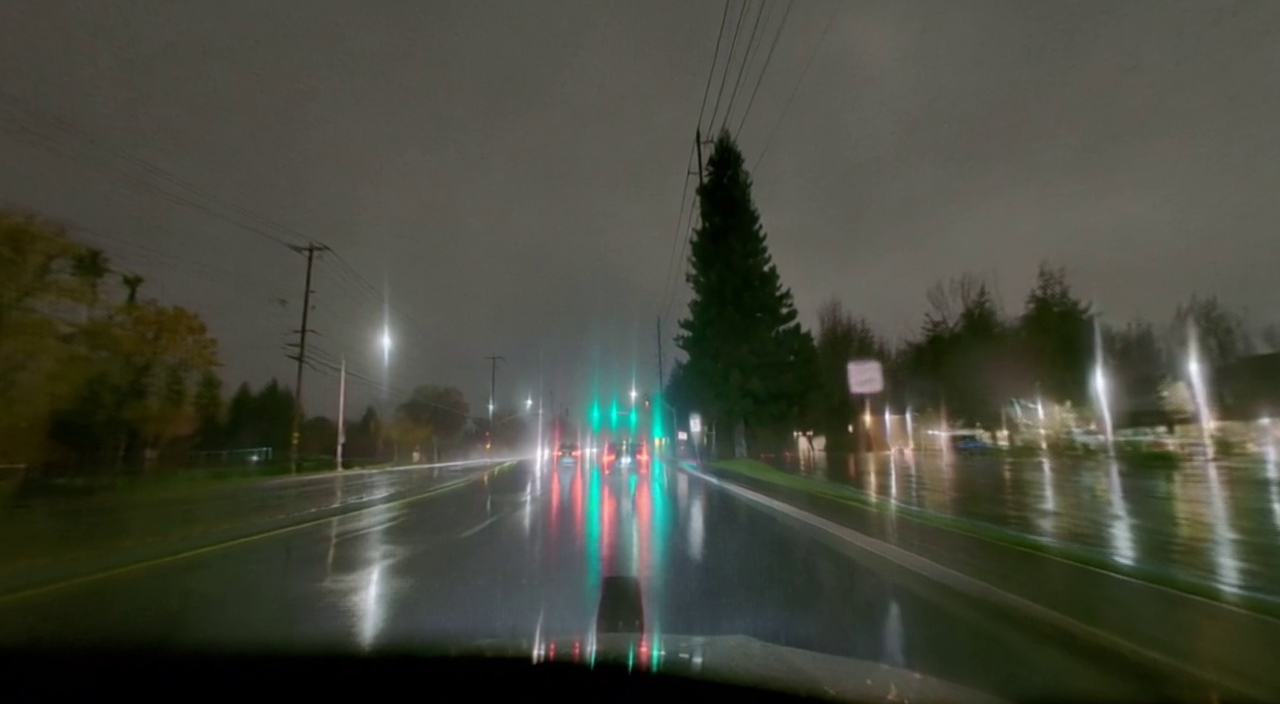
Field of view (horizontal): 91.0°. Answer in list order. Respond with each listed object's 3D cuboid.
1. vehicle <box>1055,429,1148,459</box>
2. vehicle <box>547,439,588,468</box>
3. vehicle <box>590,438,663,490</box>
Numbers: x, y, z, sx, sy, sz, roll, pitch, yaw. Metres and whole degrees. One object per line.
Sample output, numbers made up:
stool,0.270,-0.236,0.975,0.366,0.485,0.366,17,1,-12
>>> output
vehicle,35.191,7.069,48.302,2.609,2.110,5.813,0,-9,-1
vehicle,-4.675,6.640,41.151,2.189,1.776,4.342,0,-9,-1
vehicle,-0.452,3.831,21.950,2.235,1.597,4.918,0,-9,-1
